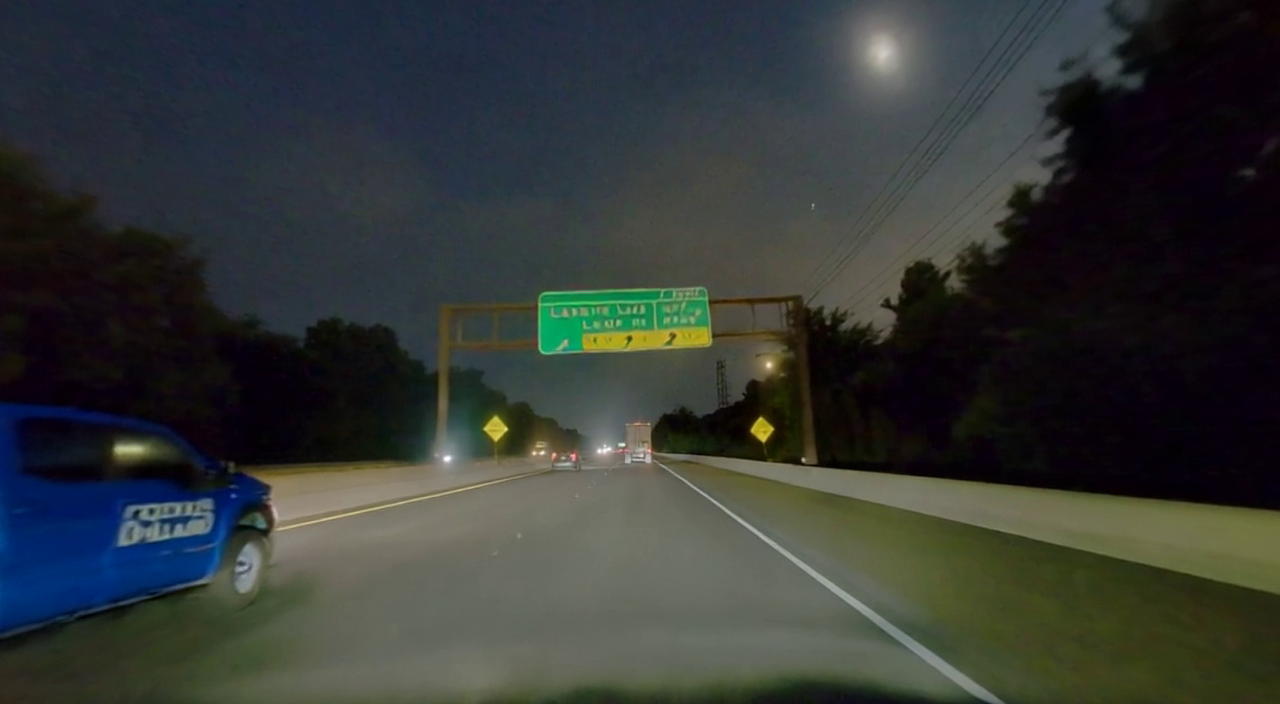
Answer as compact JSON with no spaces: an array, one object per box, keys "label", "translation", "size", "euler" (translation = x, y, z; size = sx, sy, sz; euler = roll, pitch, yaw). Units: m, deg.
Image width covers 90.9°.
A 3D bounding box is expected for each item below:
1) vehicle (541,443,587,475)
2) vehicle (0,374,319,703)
[{"label":"vehicle","translation":[-4.339,6.149,36.432],"size":[2.111,1.735,4.066],"euler":[0,-9,0]},{"label":"vehicle","translation":[-3.931,0.988,3.085],"size":[2.049,1.697,4.998],"euler":[0,-9,0]}]
